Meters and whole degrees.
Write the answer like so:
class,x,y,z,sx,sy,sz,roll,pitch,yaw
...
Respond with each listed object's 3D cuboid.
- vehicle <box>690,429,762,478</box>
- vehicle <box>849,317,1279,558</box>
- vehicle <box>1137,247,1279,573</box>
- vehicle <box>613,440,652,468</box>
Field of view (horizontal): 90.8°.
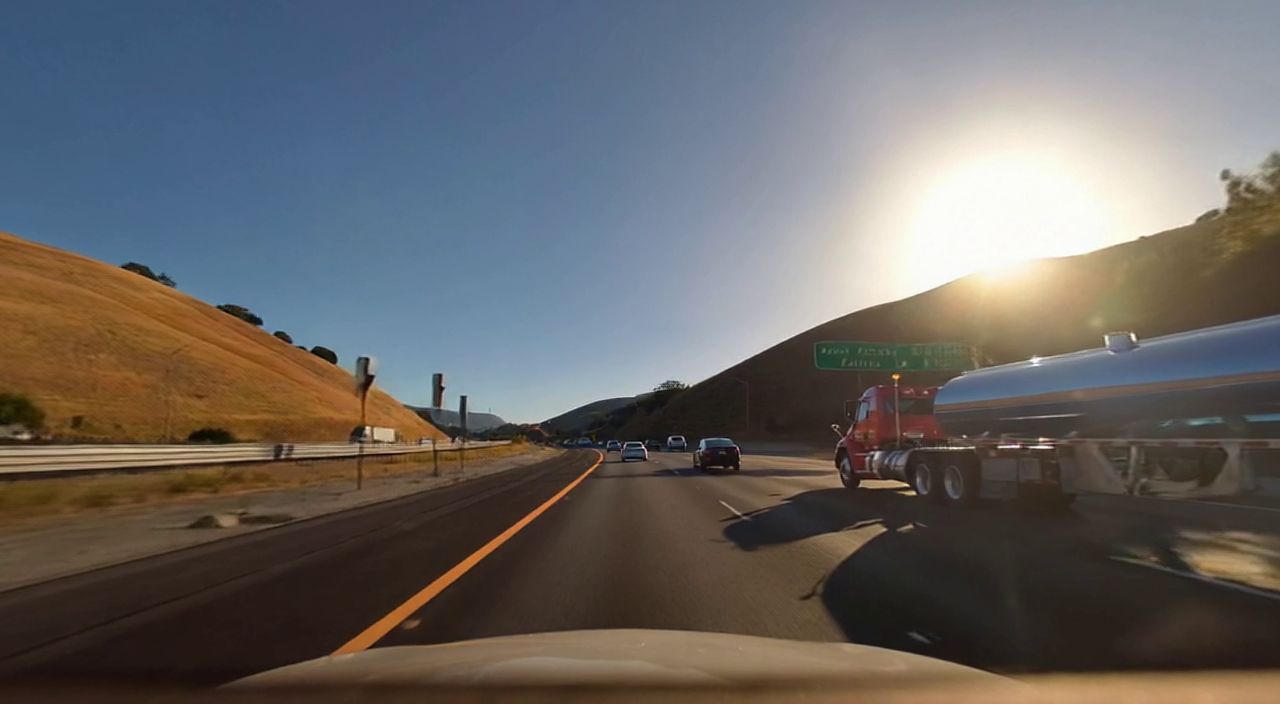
class,x,y,z,sx,sy,sz,roll,pitch,yaw
vehicle,3.380,4.119,25.874,2.098,1.794,4.561,0,-9,-2
vehicle,7.407,1.739,12.639,2.880,2.975,9.608,0,-9,-2
vehicle,7.756,0.069,2.930,2.805,3.212,9.978,0,-9,0
vehicle,-0.462,5.685,35.323,2.083,1.477,3.965,0,-9,-2
